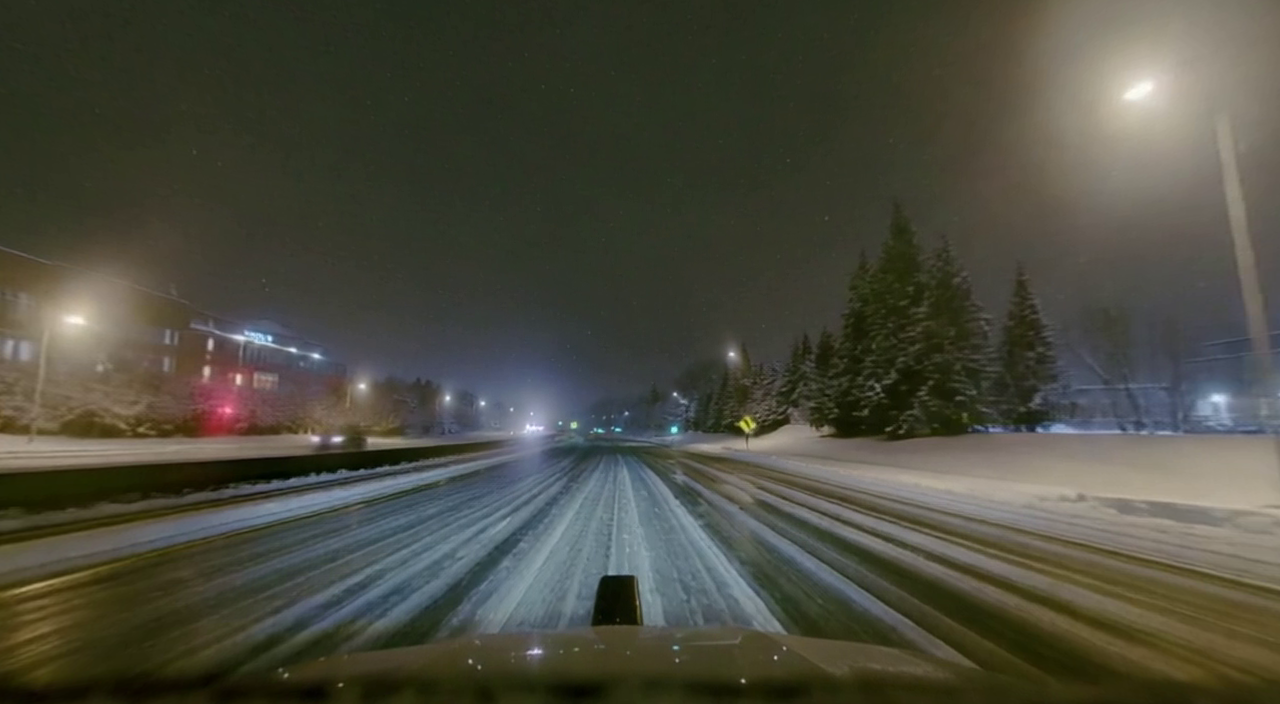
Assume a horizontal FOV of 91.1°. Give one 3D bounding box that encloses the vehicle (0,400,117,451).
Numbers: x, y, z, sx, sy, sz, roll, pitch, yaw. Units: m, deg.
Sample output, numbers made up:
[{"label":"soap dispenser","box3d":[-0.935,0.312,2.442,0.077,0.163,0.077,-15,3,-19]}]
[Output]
[{"label":"vehicle","box3d":[-48.207,5.436,46.429,3.104,3.645,18.718,0,-9,0]}]
